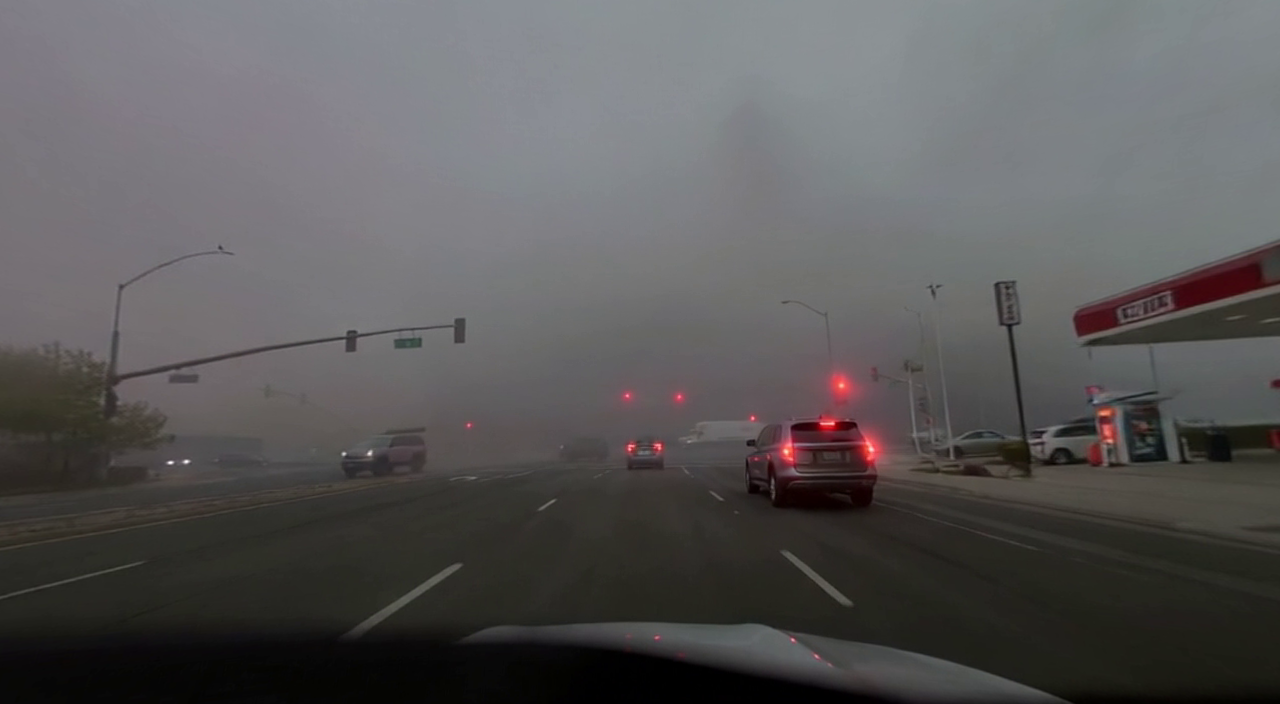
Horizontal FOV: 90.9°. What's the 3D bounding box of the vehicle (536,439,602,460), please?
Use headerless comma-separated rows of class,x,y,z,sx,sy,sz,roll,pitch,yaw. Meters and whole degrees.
vehicle,-5.382,7.476,48.364,4.788,1.485,1.835,7,-11,-39

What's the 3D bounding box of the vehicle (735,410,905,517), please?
vehicle,3.344,2.185,12.778,2.083,1.779,4.347,0,-8,-1

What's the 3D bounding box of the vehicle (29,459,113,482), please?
vehicle,-44.067,9.182,48.873,4.574,1.666,1.865,0,-8,-3

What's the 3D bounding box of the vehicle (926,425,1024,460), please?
vehicle,16.933,4.596,31.995,3.848,1.674,1.887,0,-9,2

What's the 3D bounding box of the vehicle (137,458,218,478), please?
vehicle,-35.639,8.916,48.609,4.753,1.478,1.846,0,-8,0

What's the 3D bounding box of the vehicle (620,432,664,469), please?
vehicle,0.136,4.937,31.753,2.067,1.702,3.987,0,-8,1

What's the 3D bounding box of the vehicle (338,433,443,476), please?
vehicle,-12.472,5.164,32.005,2.191,1.984,5.431,-2,-9,13

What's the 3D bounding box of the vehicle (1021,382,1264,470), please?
vehicle,16.241,2.462,20.661,5.790,2.675,2.554,1,-9,-4
